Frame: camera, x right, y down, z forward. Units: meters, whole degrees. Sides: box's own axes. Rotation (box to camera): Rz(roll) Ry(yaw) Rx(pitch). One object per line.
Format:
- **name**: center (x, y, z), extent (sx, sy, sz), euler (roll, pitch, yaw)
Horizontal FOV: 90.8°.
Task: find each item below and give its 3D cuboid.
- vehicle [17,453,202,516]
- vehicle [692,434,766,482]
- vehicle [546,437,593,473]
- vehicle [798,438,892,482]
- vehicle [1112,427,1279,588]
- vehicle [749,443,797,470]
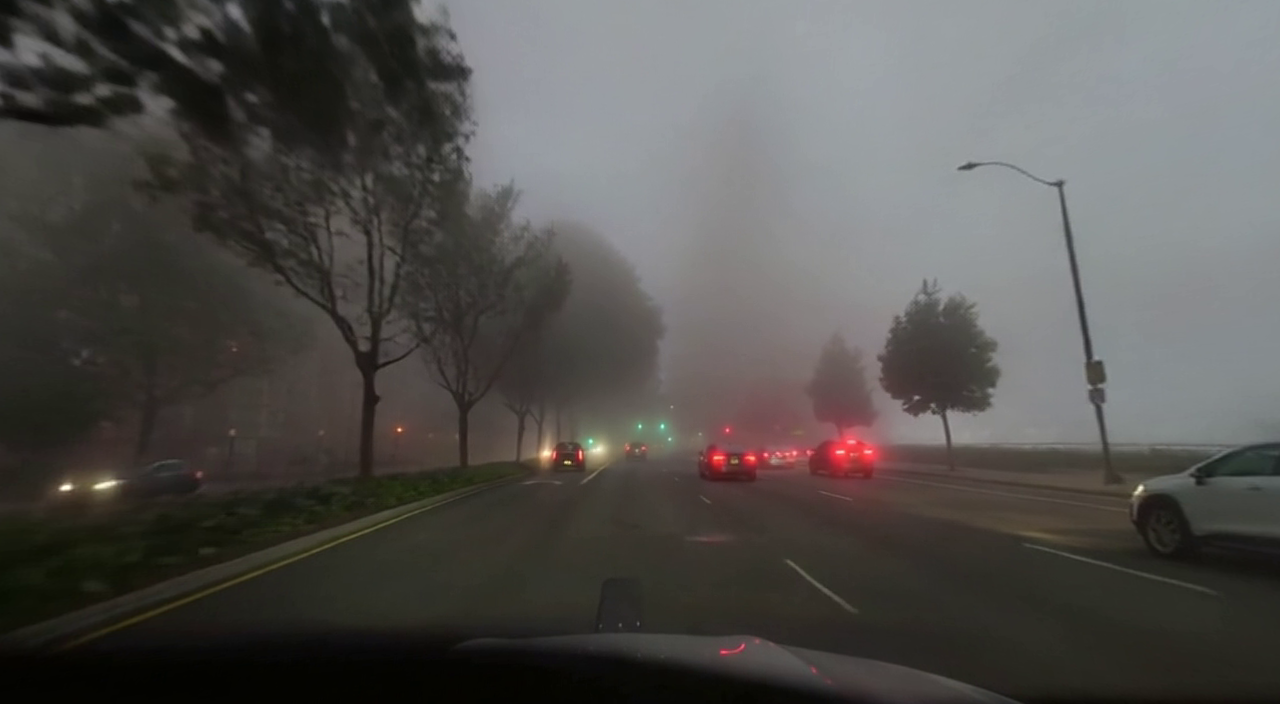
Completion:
- **vehicle**: center (-16.581, 4.114, 20.157), extent (1.954, 1.699, 4.542), euler (0, -8, -1)
- **vehicle**: center (3.444, 4.229, 25.469), extent (2.152, 1.742, 4.704), euler (0, -8, -2)
- **vehicle**: center (-3.742, 5.554, 34.143), extent (2.155, 1.797, 3.989), euler (0, -8, -1)
- **vehicle**: center (7.653, 4.071, 24.101), extent (1.944, 1.503, 4.723), euler (0, -8, -1)
- **vehicle**: center (6.696, 1.360, 5.436), extent (1.830, 1.443, 4.351), euler (0, -8, -1)
- **vehicle**: center (7.808, 6.137, 37.437), extent (1.884, 1.478, 4.164), euler (0, -8, -1)
